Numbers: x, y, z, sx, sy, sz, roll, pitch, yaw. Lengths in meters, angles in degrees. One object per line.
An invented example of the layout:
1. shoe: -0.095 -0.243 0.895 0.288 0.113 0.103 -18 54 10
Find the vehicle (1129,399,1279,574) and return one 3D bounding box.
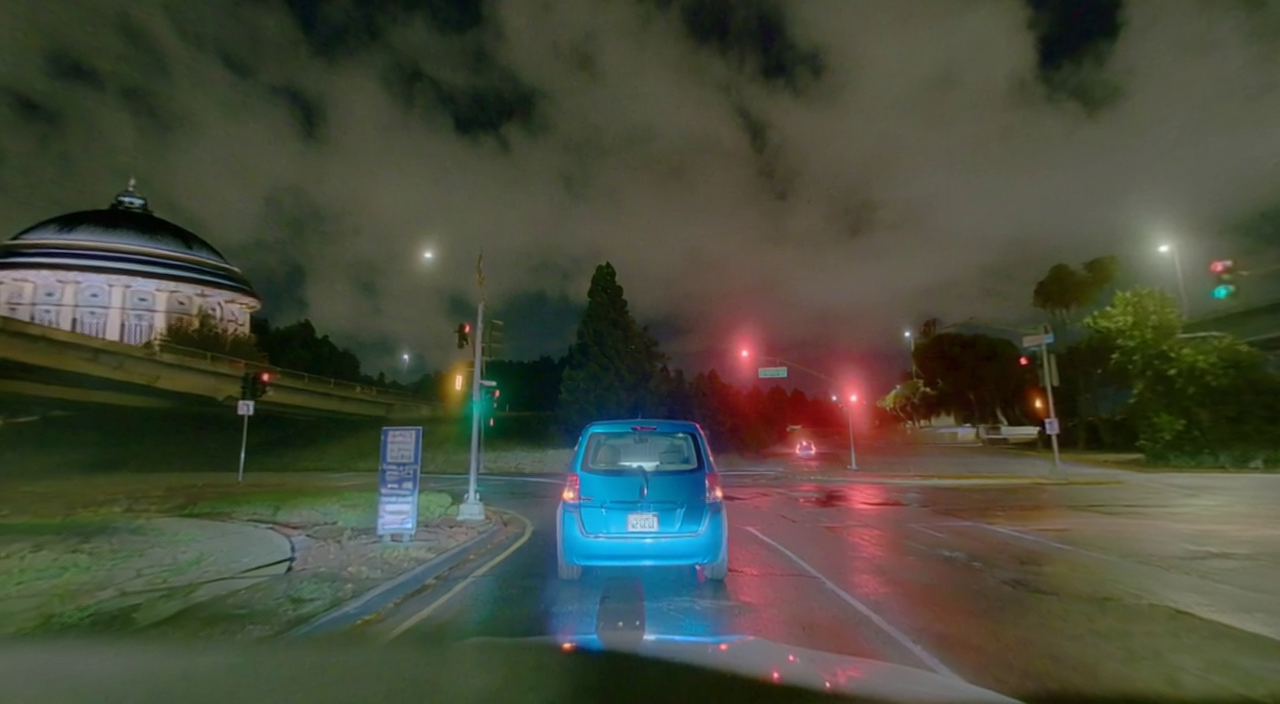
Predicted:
1. vehicle: 7.617 1.333 6.097 2.055 1.776 4.646 0 -9 1

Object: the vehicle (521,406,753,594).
1. vehicle: -0.004 1.556 7.345 1.976 1.584 3.772 0 -9 1
